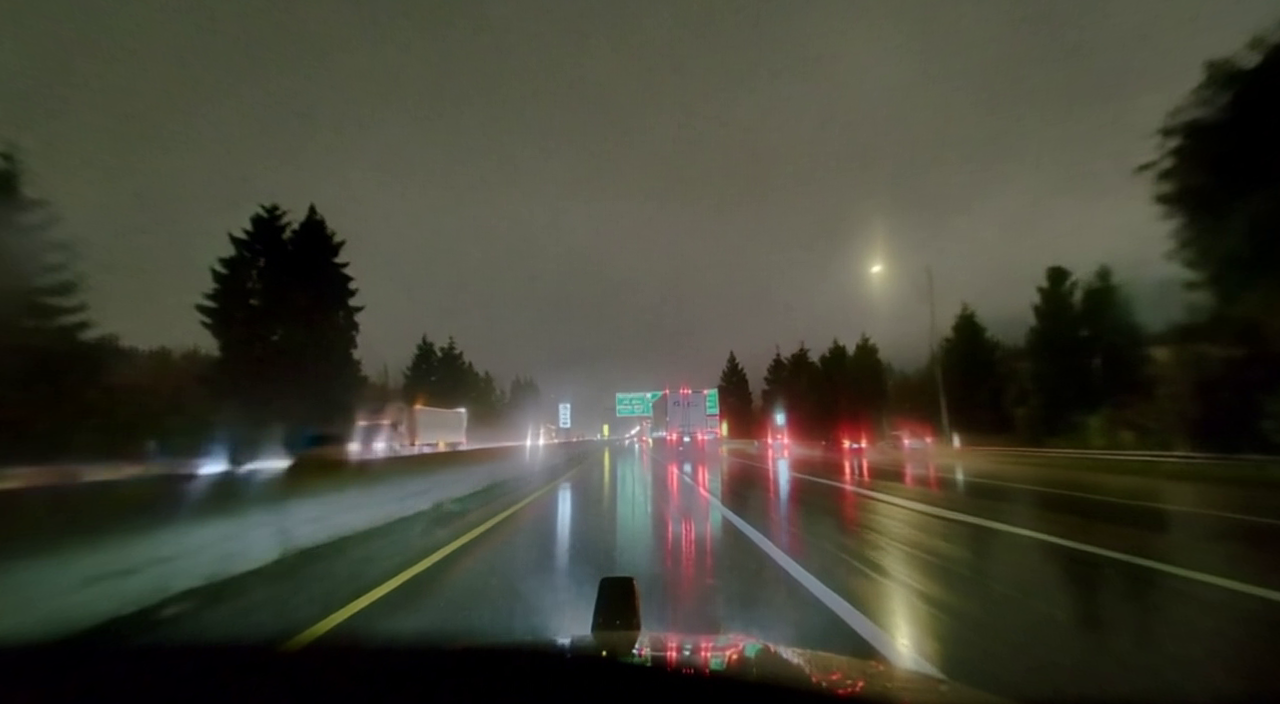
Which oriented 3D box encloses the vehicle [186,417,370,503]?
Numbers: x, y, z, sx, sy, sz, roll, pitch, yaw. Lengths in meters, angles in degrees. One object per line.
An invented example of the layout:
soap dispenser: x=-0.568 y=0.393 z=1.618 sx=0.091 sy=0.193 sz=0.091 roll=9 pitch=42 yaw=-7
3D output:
vehicle: x=-9.506 y=2.856 z=17.196 sx=2.268 sy=1.975 sz=4.713 roll=0 pitch=-8 yaw=-1

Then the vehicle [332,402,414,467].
vehicle: x=-17.656 y=5.511 z=42.202 sx=2.817 sy=3.985 sz=5.911 roll=0 pitch=-8 yaw=0

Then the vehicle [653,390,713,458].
vehicle: x=2.685 y=5.205 z=44.386 sx=2.954 sy=3.995 sz=13.335 roll=0 pitch=-8 yaw=-1
